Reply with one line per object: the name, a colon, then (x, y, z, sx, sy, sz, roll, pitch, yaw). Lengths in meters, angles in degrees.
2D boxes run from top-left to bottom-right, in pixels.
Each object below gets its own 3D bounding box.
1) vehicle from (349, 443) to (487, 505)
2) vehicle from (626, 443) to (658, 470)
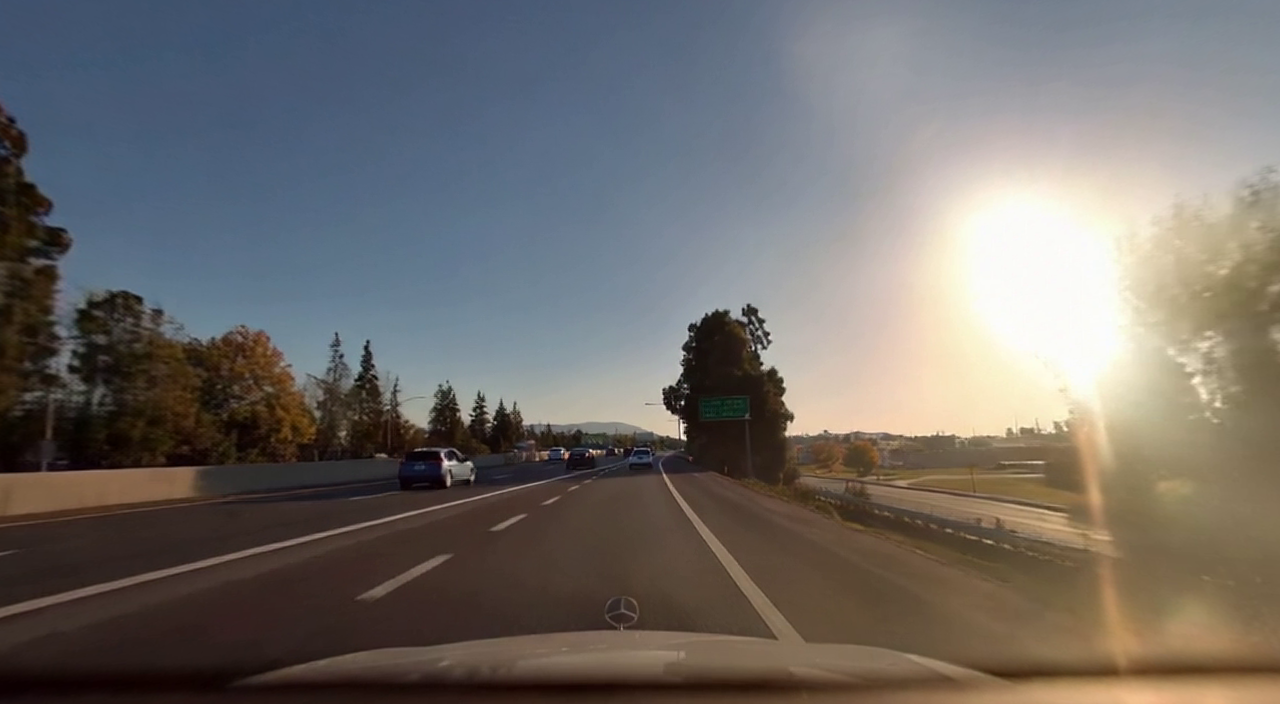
vehicle: (-6.370, 3.540, 18.888, 2.102, 1.562, 4.884, -1, -9, 4)
vehicle: (0.206, 7.407, 44.964, 2.179, 1.742, 4.396, -1, -9, 2)
